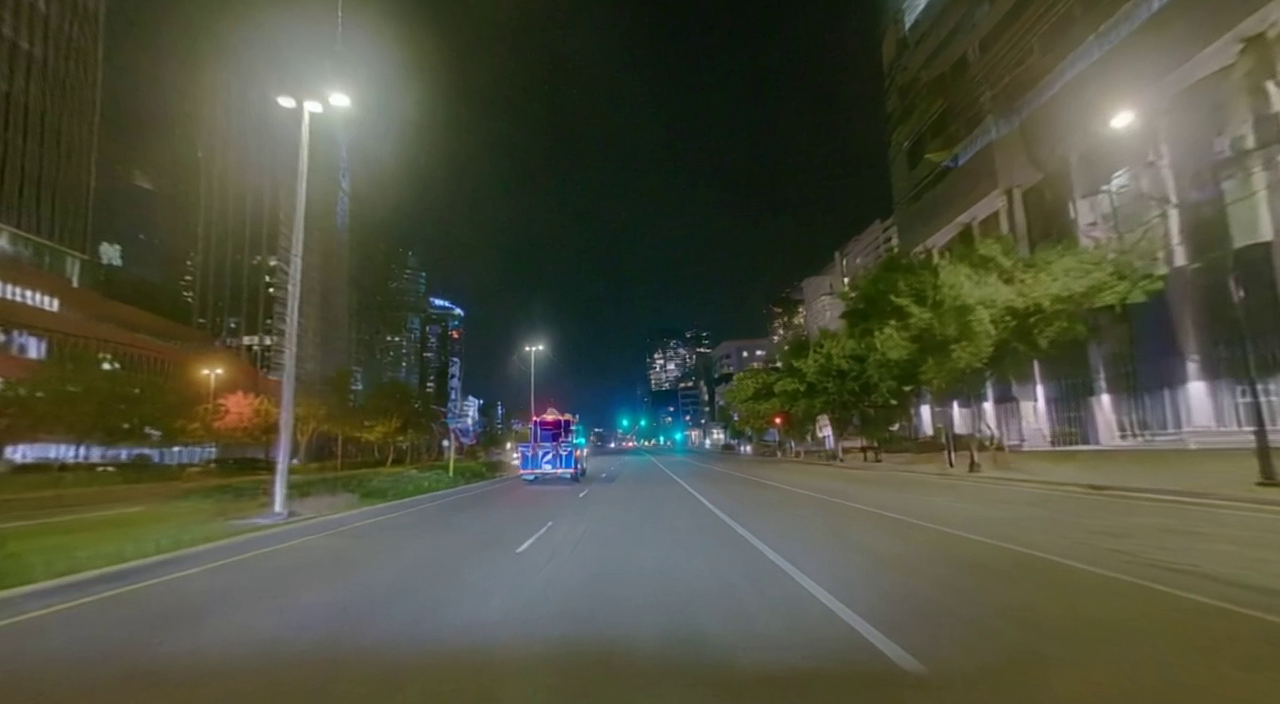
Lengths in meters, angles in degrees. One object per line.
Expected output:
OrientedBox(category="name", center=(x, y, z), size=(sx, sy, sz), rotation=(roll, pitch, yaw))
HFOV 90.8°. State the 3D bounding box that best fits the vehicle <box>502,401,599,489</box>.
OrientedBox(category="vehicle", center=(-3.038, 3.420, 23.154), size=(2.633, 2.787, 5.796), rotation=(0, -9, 1))
